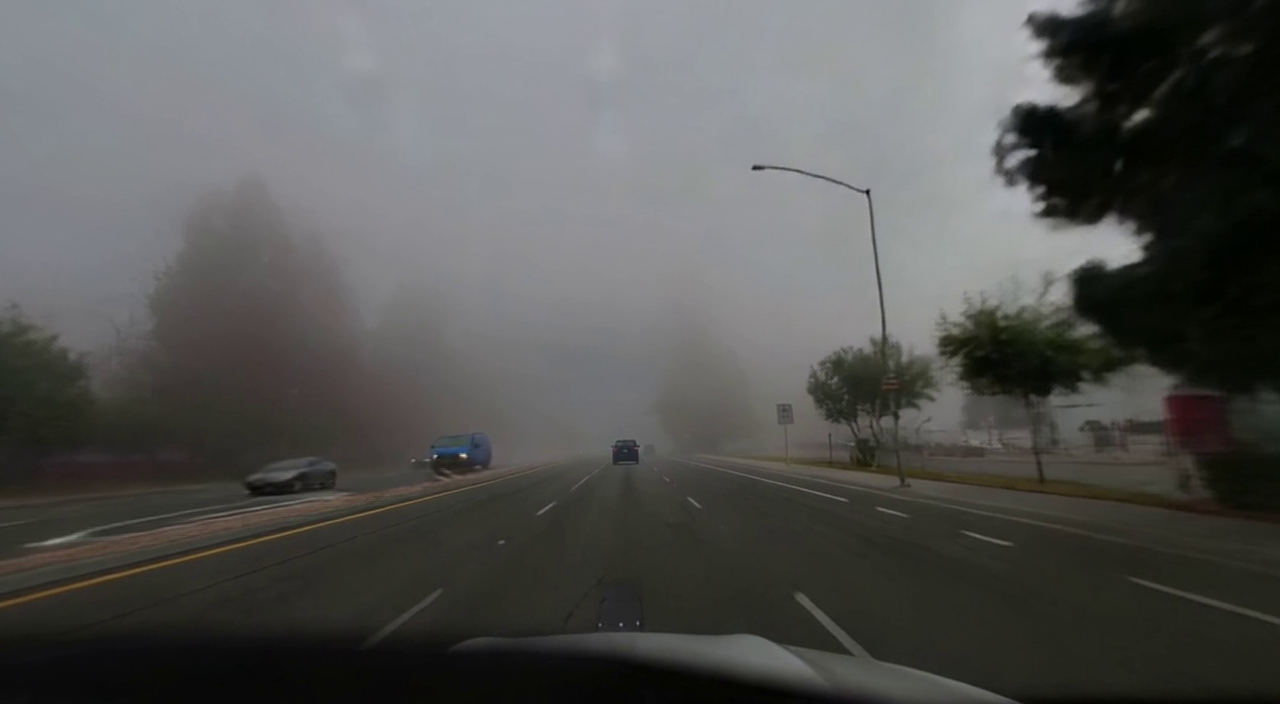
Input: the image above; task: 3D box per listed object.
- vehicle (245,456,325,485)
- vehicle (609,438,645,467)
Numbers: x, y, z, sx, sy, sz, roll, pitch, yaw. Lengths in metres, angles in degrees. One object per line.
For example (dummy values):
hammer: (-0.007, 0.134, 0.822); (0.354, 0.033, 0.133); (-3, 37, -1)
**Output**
vehicle: (-20.353, 6.803, 36.496); (2.018, 1.481, 4.687); (0, -9, -1)
vehicle: (-0.776, 6.390, 40.139); (2.174, 1.703, 4.231); (0, -9, 0)
